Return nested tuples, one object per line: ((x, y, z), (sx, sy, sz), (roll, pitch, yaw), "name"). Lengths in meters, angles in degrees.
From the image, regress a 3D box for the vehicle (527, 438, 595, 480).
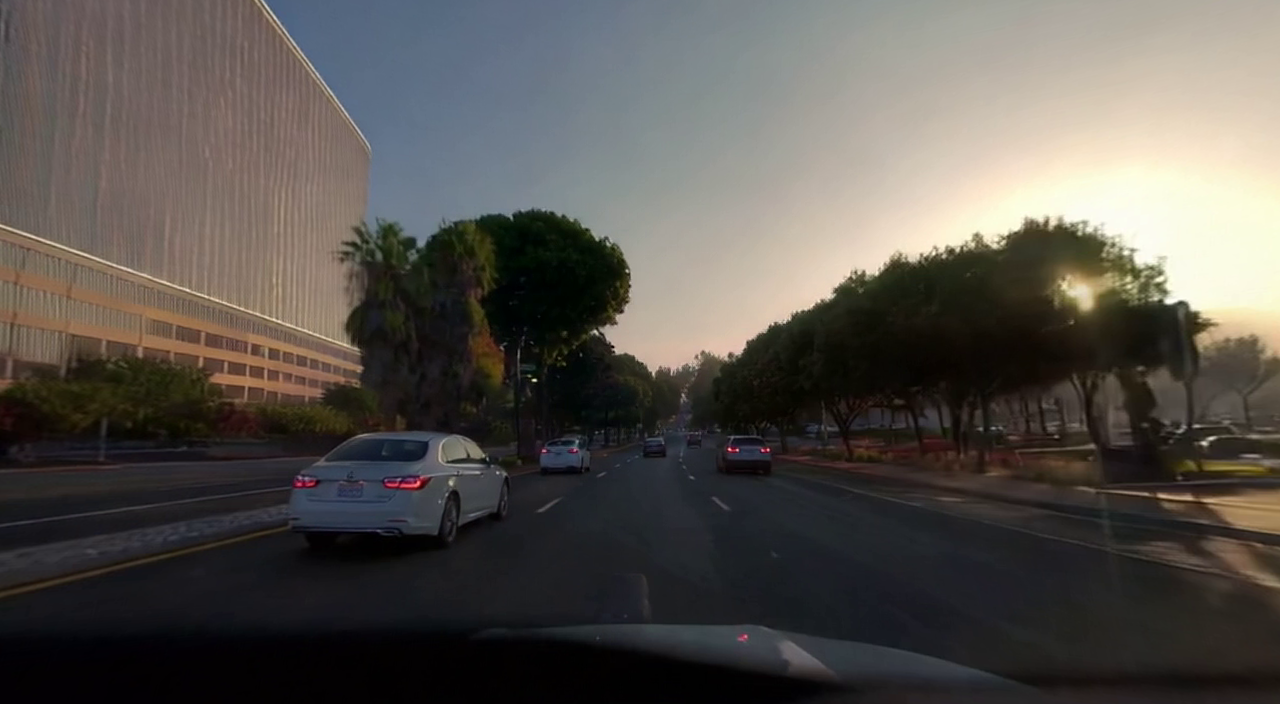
((-2.951, 4.119, 24.495), (1.980, 1.454, 4.226), (-1, -8, 2), "vehicle")

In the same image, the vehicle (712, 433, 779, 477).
((4.345, 4.318, 26.657), (2.103, 1.699, 4.171), (0, -8, 0), "vehicle")

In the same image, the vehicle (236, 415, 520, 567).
((-3.181, 1.790, 8.910), (2.118, 1.568, 4.436), (0, -8, 0), "vehicle")

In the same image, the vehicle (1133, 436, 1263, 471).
((29.089, 5.301, 33.002), (4.667, 1.674, 1.767), (-1, -9, 13), "vehicle")
